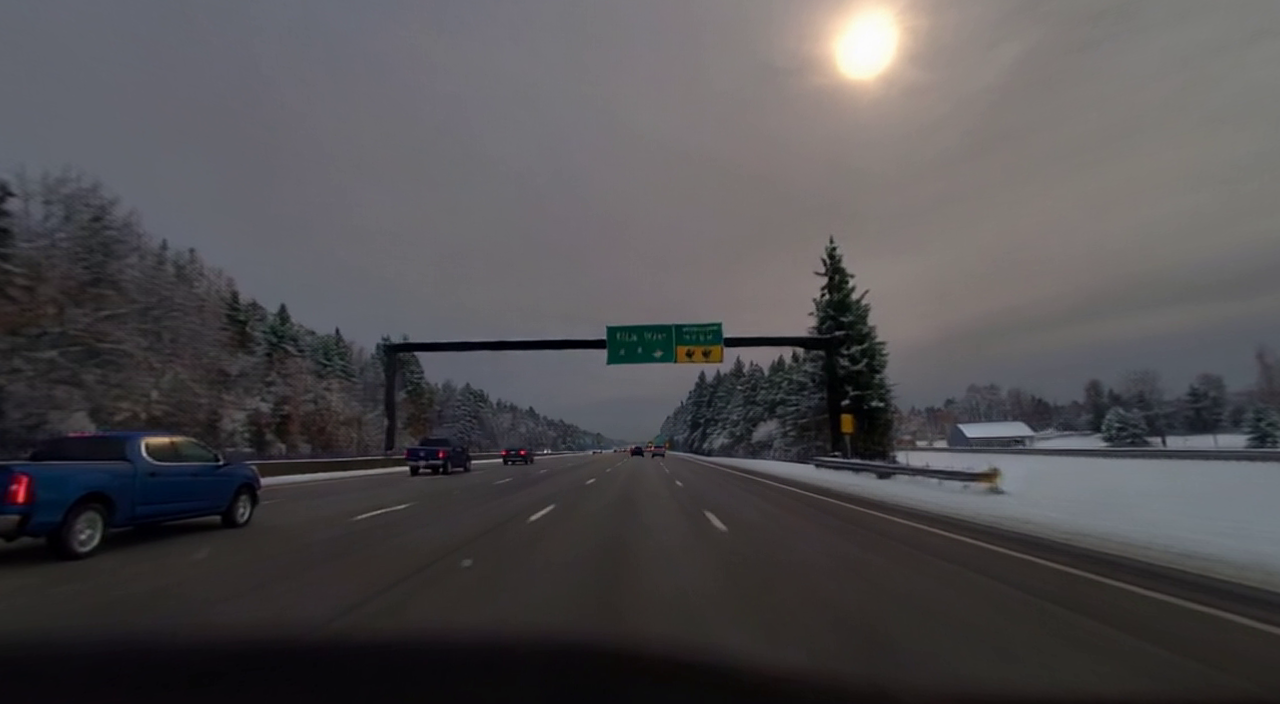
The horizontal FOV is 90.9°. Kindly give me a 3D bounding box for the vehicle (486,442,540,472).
[{"bbox_3d":[-6.739,5.602,33.958,1.919,1.499,4.234,0,-8,1],"label":"vehicle"}]

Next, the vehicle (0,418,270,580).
[{"bbox_3d":[-7.221,1.723,8.140,1.965,1.567,4.686,0,-8,1],"label":"vehicle"}]

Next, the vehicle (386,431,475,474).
[{"bbox_3d":[-10.464,5.072,32.095,2.347,1.984,5.778,0,-8,2],"label":"vehicle"}]
